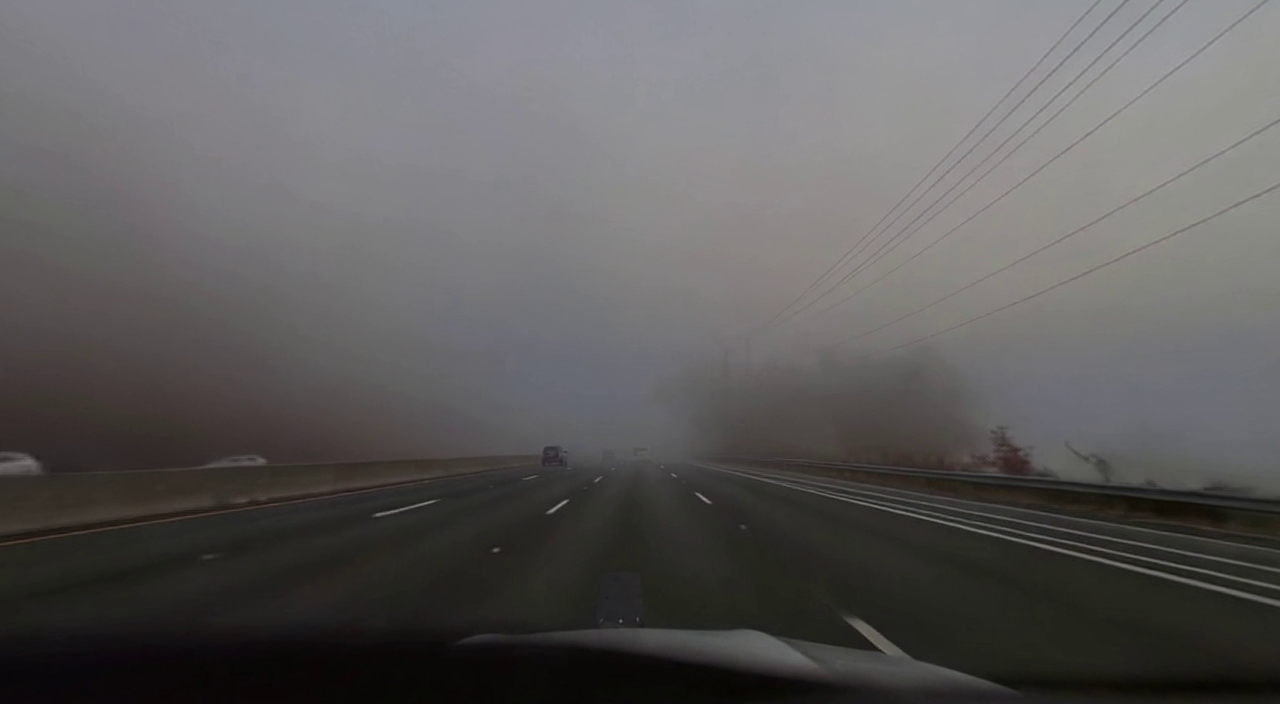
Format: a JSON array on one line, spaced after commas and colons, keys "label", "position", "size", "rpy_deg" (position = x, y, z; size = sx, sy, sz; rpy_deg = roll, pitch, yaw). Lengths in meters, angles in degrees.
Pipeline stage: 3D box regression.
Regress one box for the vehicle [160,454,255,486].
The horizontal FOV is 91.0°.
[{"label": "vehicle", "position": [-23.334, 6.359, 34.208], "size": [1.895, 1.520, 4.696], "rpy_deg": [0, -9, -1]}]
